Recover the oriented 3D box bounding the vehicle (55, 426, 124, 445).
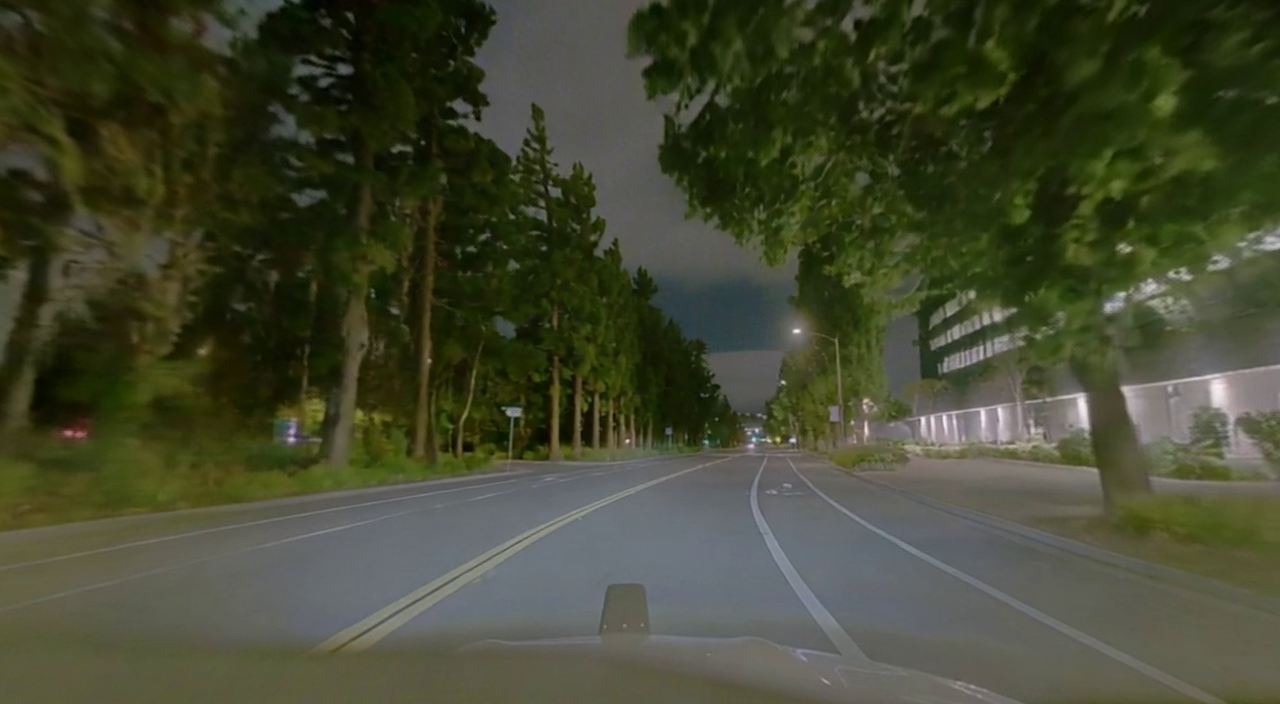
[{"bbox_3d":[-43.387,6.613,49.738,1.682,1.478,3.747,-1,-8,11],"label":"vehicle"}]
